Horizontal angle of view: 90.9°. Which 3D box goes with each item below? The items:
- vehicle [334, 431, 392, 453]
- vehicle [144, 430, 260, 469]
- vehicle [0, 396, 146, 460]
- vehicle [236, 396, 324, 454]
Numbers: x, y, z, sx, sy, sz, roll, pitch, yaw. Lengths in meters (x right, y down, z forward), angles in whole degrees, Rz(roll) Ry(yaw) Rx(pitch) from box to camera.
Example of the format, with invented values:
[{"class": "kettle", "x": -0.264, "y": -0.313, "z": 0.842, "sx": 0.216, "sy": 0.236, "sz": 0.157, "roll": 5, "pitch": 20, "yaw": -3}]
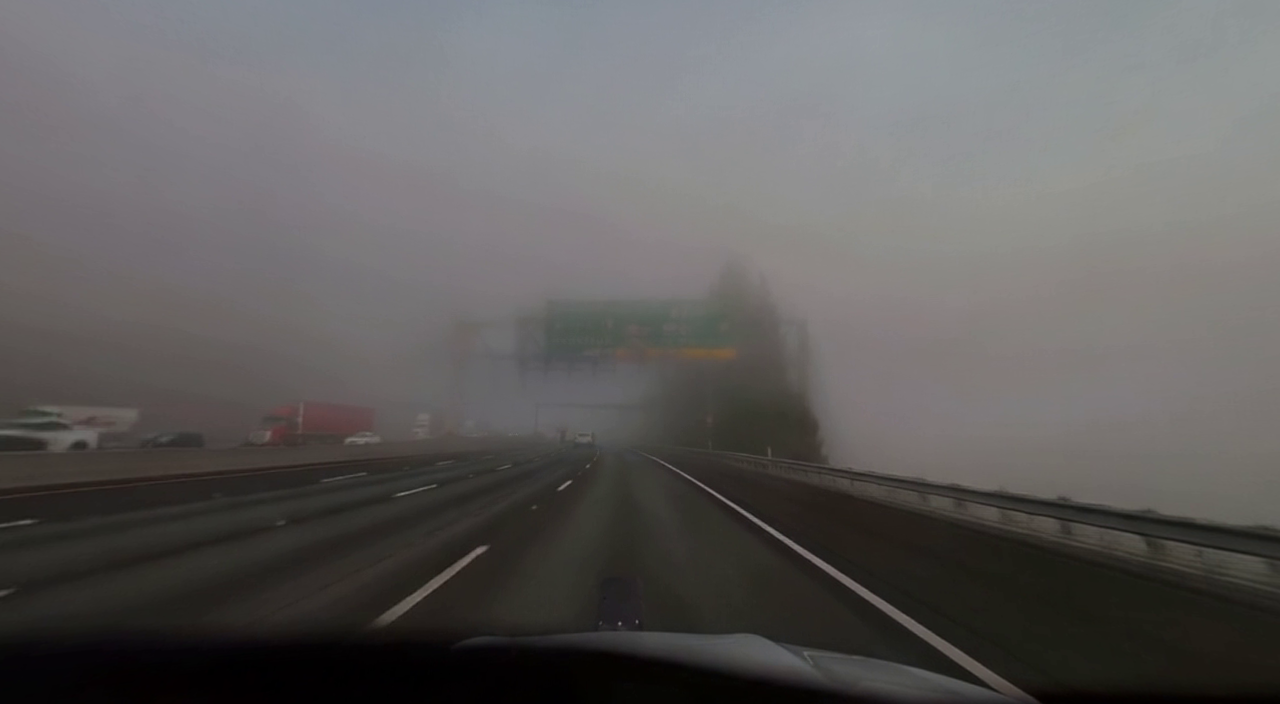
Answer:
[{"class": "vehicle", "x": -18.771, "y": 6.127, "z": 42.938, "sx": 1.982, "sy": 1.414, "sz": 4.336, "roll": 0, "pitch": -8, "yaw": -1}, {"class": "vehicle", "x": -18.164, "y": 4.047, "z": 26.429, "sx": 1.851, "sy": 1.449, "sz": 4.293, "roll": 0, "pitch": -8, "yaw": -1}, {"class": "vehicle", "x": -30.372, "y": 4.065, "z": 33.123, "sx": 2.661, "sy": 2.953, "sz": 7.724, "roll": 0, "pitch": -8, "yaw": -1}, {"class": "vehicle", "x": -26.168, "y": 5.397, "z": 46.207, "sx": 2.991, "sy": 3.997, "sz": 5.882, "roll": 0, "pitch": -8, "yaw": -2}]
